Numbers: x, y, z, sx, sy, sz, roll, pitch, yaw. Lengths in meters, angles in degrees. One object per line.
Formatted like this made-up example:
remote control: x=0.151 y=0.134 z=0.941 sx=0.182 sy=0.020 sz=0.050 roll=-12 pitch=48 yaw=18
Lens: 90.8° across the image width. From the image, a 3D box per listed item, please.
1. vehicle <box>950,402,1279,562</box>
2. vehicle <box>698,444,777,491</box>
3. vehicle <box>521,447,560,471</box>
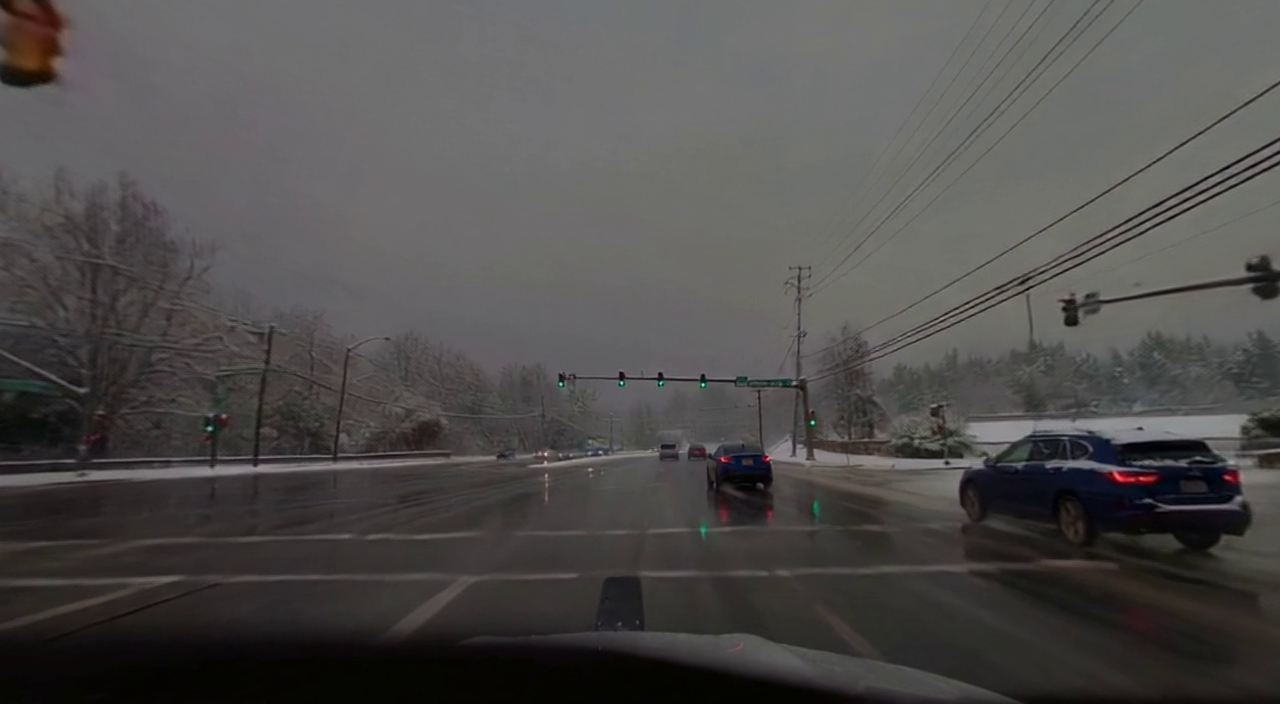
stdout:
vehicle: x=6.761 y=1.790 z=9.387 sx=2.029 sy=1.795 sz=4.371 roll=0 pitch=-9 yaw=0
vehicle: x=3.256 y=3.974 z=22.083 sx=2.035 sy=1.460 sz=4.392 roll=0 pitch=-9 yaw=0
vehicle: x=-7.742 y=8.360 z=49.485 sx=1.933 sy=1.502 sz=4.946 roll=-6 pitch=-8 yaw=2
